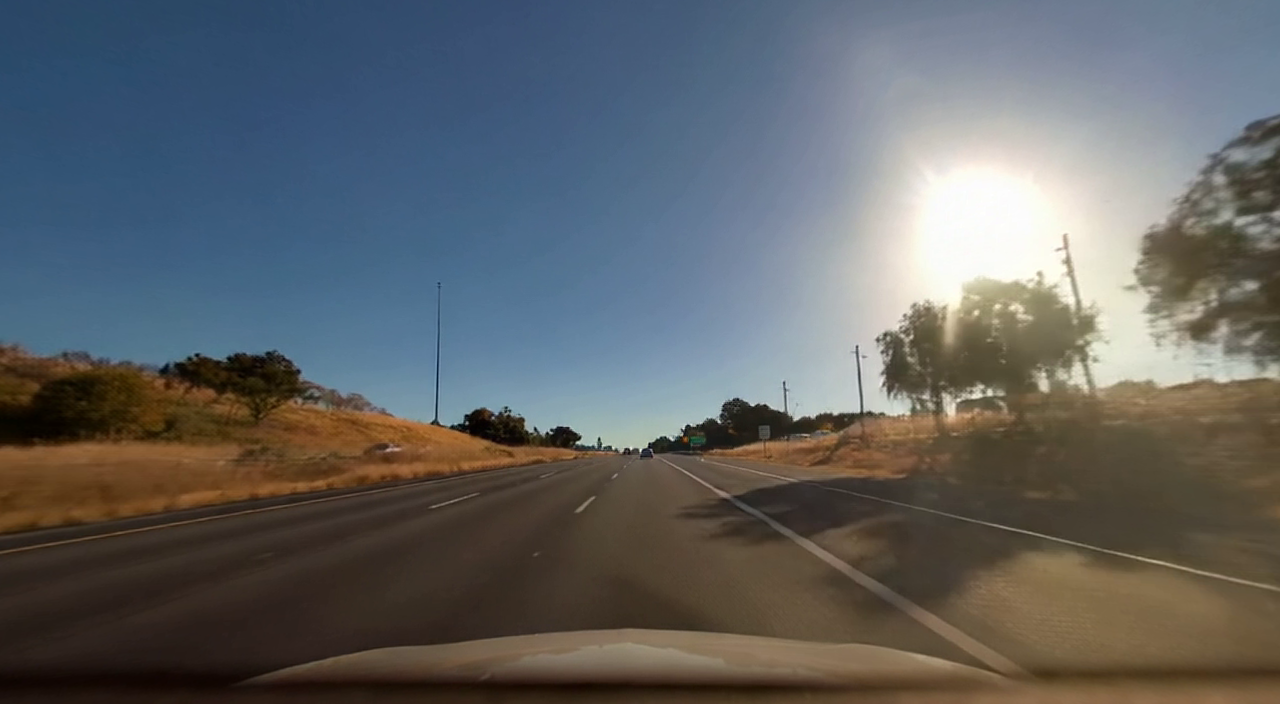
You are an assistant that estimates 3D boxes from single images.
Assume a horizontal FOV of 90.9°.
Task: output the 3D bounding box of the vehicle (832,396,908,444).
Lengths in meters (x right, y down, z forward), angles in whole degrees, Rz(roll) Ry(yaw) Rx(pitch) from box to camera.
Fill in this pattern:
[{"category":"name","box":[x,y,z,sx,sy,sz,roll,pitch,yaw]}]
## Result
[{"category":"vehicle","box":[17.393,5.373,48.275,2.821,3.355,7.583,0,-8,-1]}]
